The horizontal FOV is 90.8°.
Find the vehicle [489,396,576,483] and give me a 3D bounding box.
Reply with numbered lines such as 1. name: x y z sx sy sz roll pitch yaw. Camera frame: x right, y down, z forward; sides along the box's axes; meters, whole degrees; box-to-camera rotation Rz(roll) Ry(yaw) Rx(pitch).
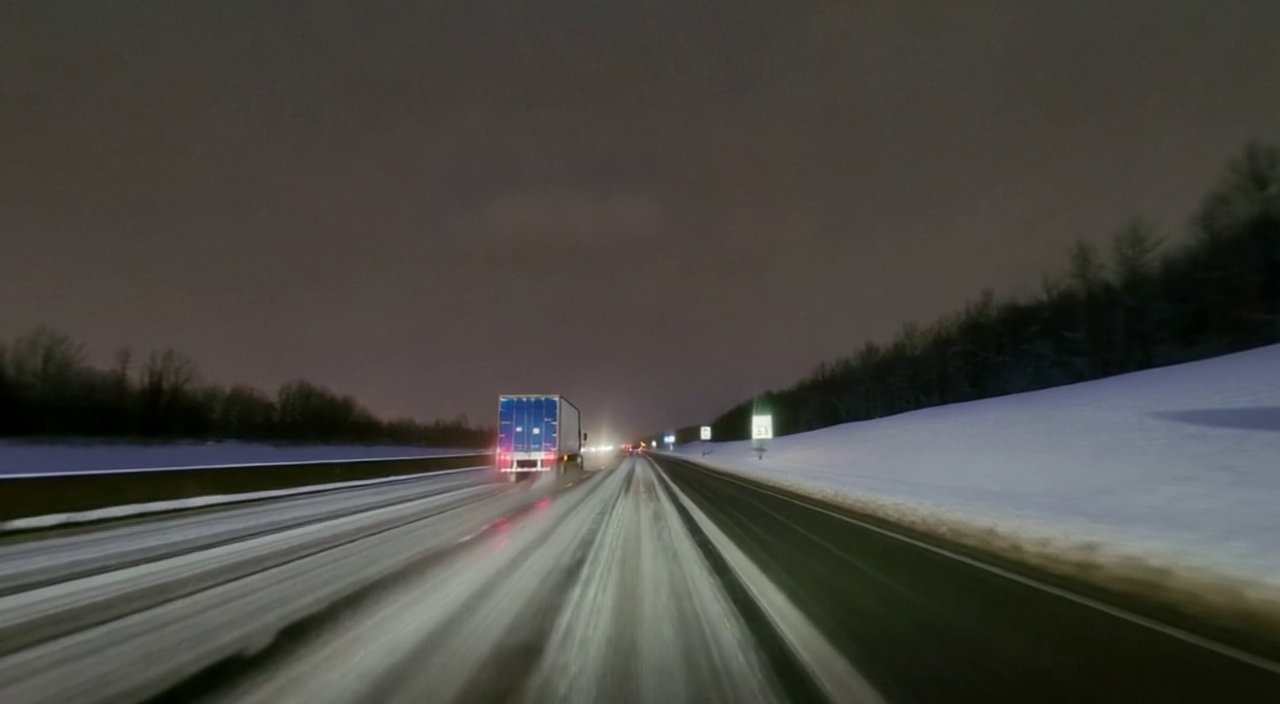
1. vehicle: -4.665 4.050 29.001 2.707 3.461 7.191 0 -9 0
